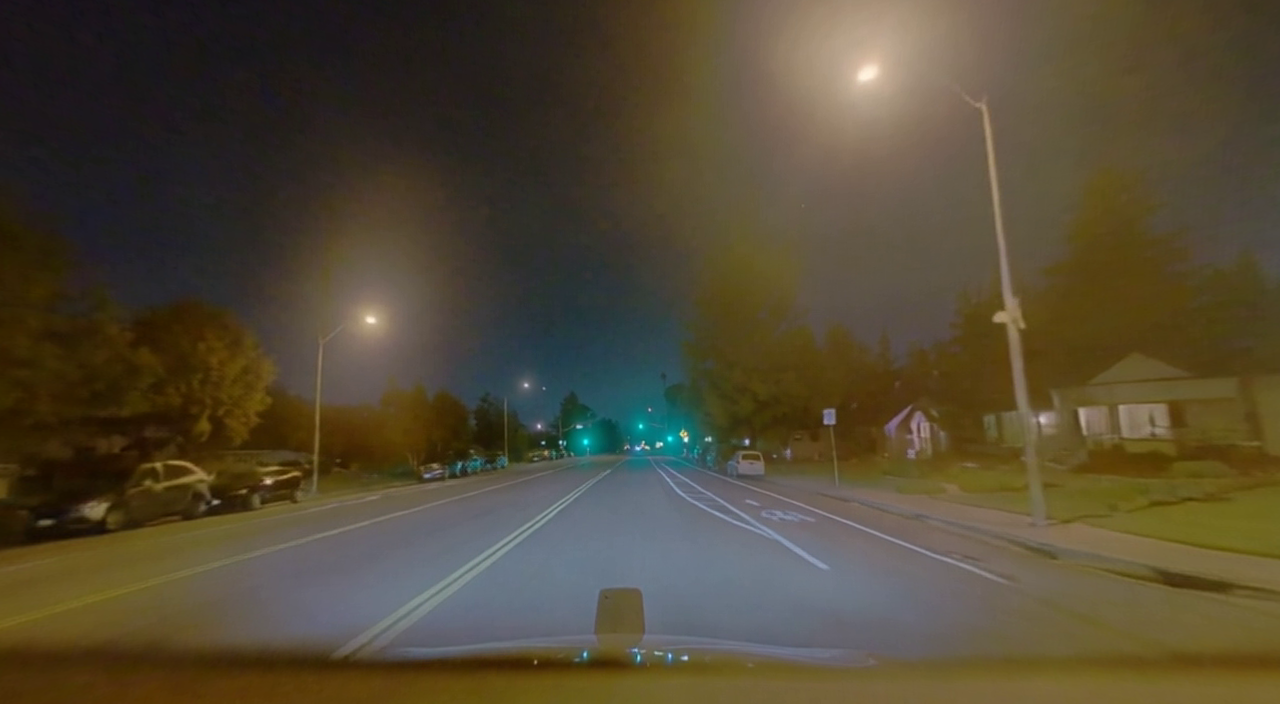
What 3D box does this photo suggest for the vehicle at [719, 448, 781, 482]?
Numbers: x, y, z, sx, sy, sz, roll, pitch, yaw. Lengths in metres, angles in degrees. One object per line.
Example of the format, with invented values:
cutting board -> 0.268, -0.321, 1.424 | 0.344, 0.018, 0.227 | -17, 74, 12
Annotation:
vehicle -> 5.009, 5.190, 29.419 | 1.923, 1.454, 4.460 | 0, -9, -2

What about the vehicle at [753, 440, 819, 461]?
vehicle -> 11.165, 7.584, 48.642 | 4.622, 1.595, 2.105 | -1, -9, 3

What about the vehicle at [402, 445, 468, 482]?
vehicle -> -12.201, 6.708, 38.043 | 2.156, 1.935, 5.464 | -3, -10, 0

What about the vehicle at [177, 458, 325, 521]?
vehicle -> -12.180, 4.287, 20.211 | 1.872, 1.472, 4.719 | -6, -9, -1

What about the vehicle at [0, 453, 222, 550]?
vehicle -> -12.638, 3.472, 15.383 | 1.988, 1.741, 4.379 | -7, -8, -2
